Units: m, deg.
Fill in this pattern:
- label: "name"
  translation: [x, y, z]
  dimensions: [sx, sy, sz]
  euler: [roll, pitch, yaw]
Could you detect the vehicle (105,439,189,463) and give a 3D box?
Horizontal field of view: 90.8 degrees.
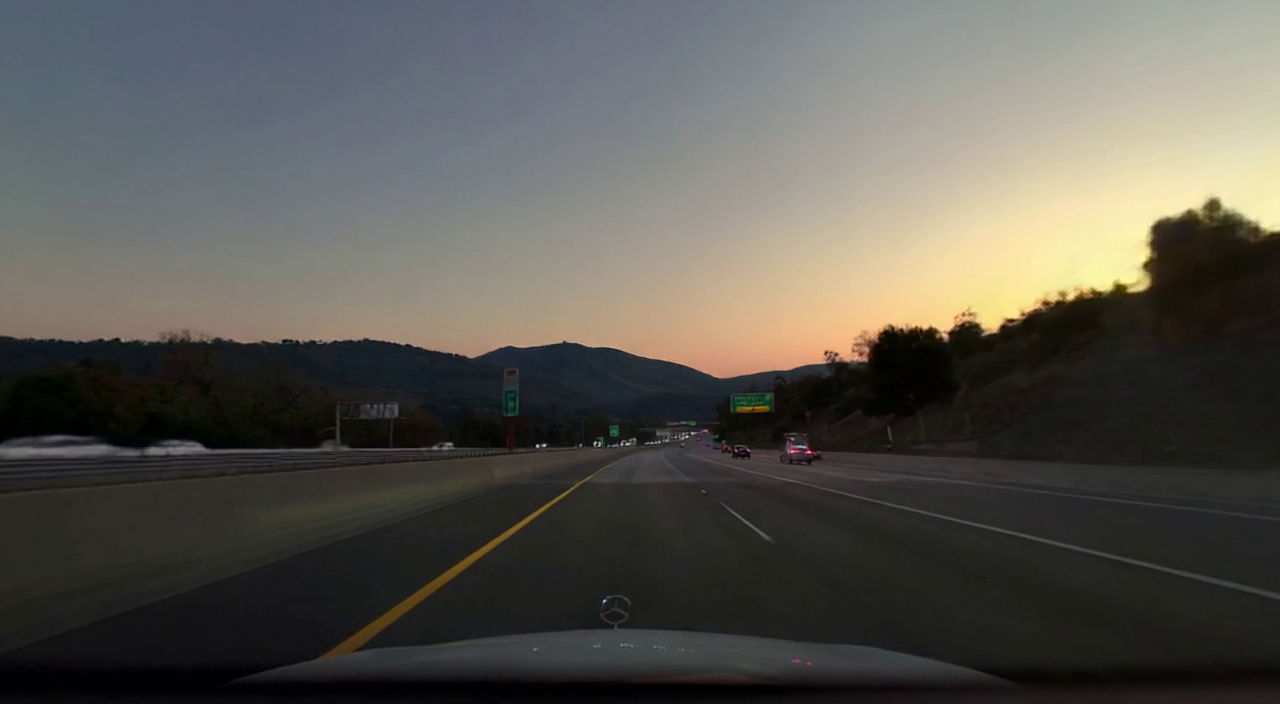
- label: "vehicle"
  translation: [-33.141, 6.675, 42.673]
  dimensions: [1.836, 1.492, 4.742]
  euler: [0, -8, 1]
